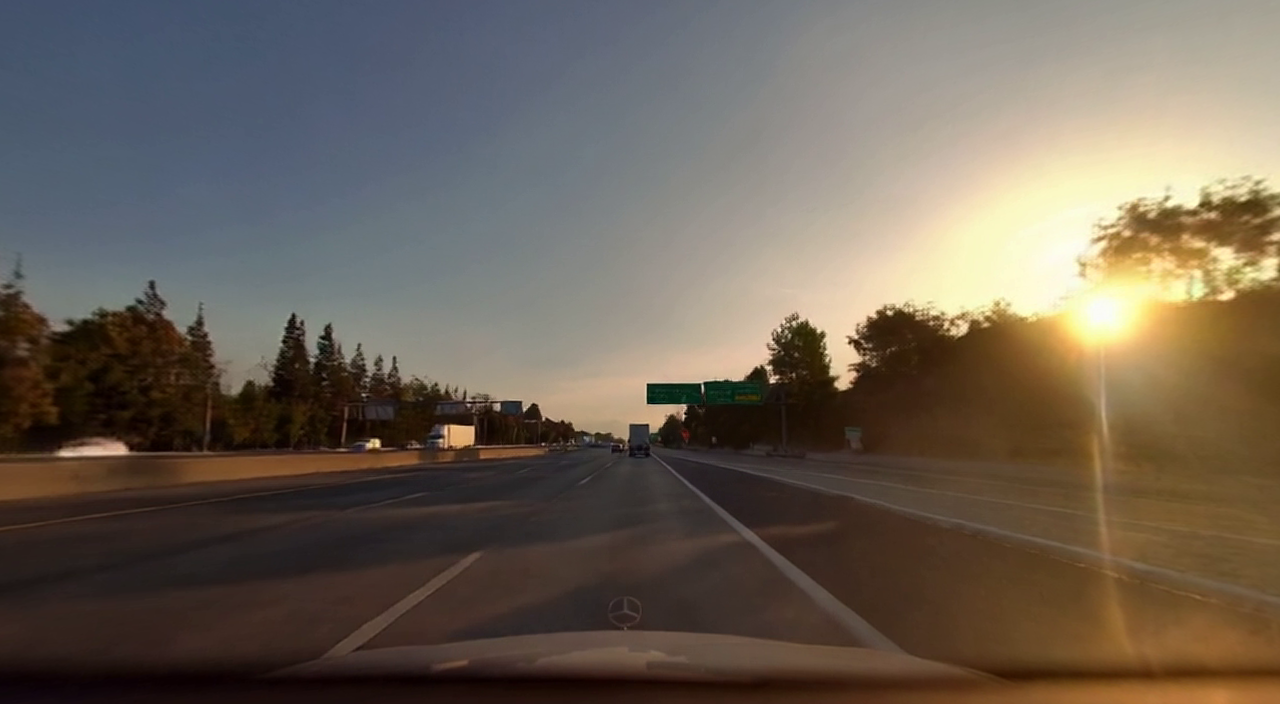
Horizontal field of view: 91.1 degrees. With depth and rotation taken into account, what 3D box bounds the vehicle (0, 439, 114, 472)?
[{"bbox_3d":[-28.059,4.899,29.986,1.839,1.446,4.548,0,-8,1],"label":"vehicle"}]
